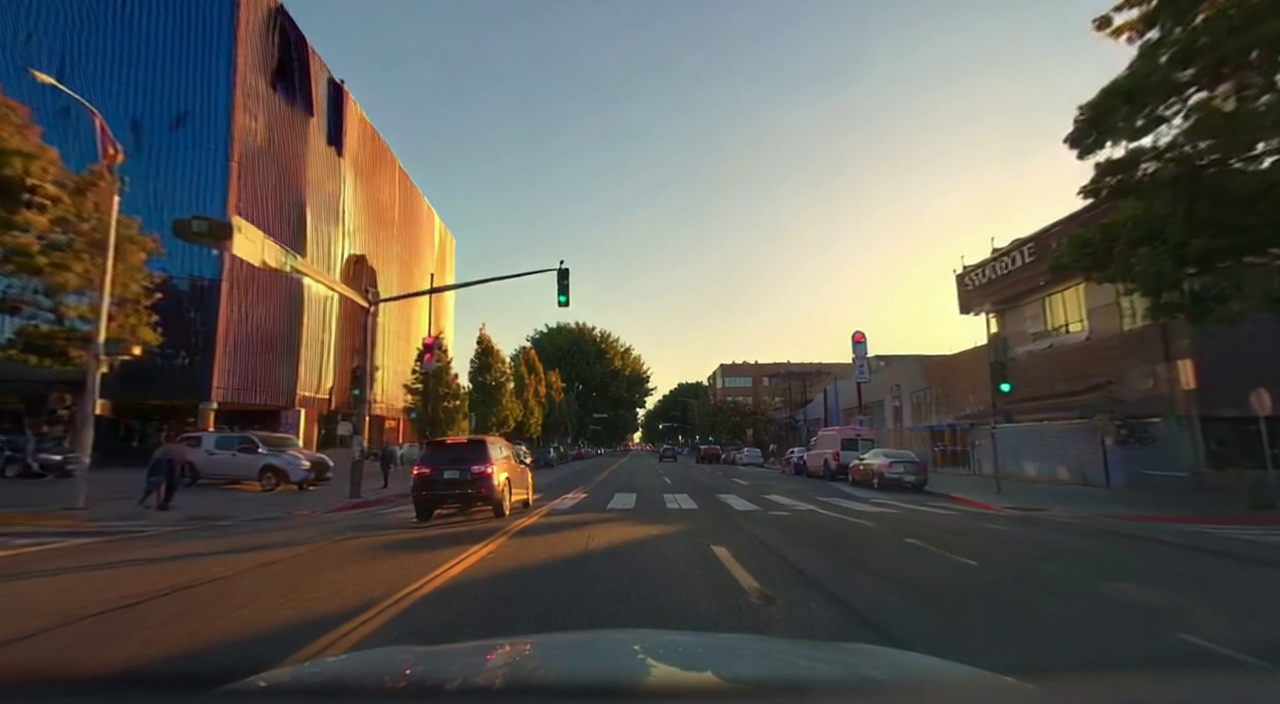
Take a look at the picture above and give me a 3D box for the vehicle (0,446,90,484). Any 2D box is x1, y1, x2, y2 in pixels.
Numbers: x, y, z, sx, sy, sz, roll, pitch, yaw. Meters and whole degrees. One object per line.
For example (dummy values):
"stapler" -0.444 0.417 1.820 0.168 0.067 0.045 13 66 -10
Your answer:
"vehicle" -25.245 4.600 25.770 3.998 1.423 1.754 -1 -7 2

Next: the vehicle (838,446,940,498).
"vehicle" 8.799 4.251 22.767 1.854 1.663 4.300 0 -9 0

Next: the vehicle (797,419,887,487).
"vehicle" 9.046 4.618 29.015 2.285 2.778 5.847 0 -9 1

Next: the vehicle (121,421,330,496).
"vehicle" -13.577 3.521 21.042 5.188 2.293 2.381 0 -9 -1

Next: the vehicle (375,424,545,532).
"vehicle" -3.294 2.408 12.607 2.002 1.756 4.366 0 -9 1
